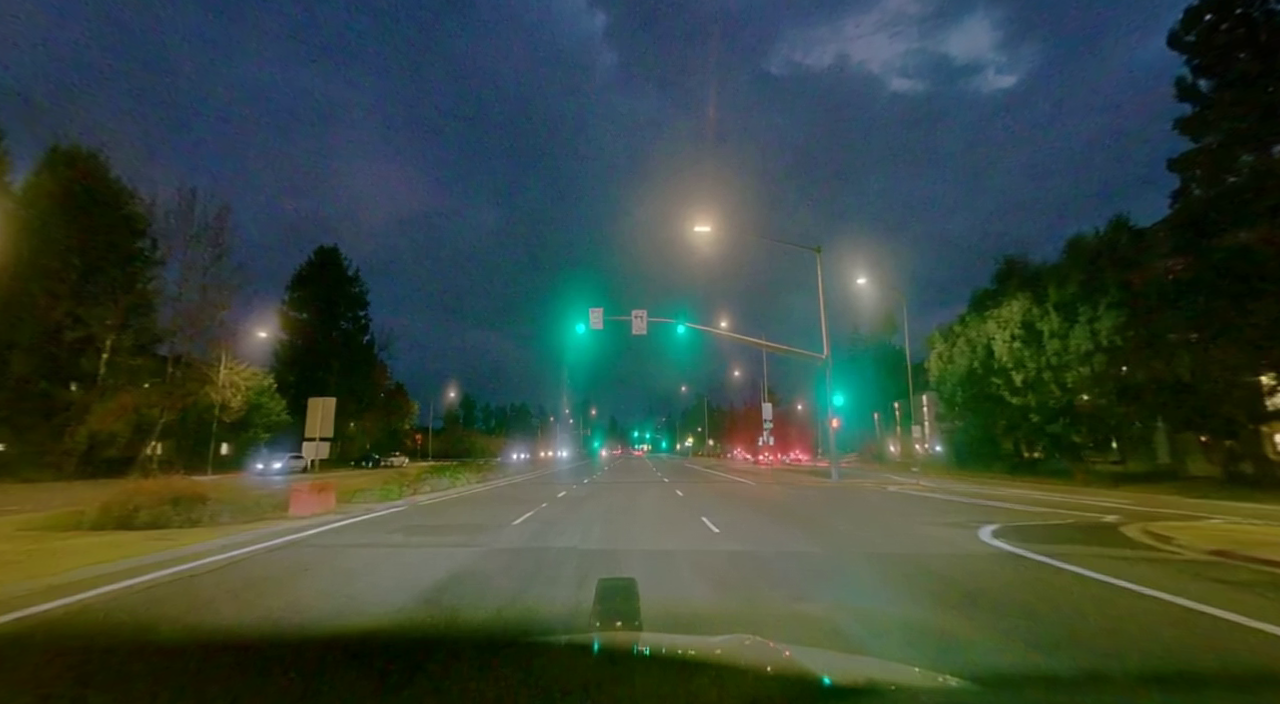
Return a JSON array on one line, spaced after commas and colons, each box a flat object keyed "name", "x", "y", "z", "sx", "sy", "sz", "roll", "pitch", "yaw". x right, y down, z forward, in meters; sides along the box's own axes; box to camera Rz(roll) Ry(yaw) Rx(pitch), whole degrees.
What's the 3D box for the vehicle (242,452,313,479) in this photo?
[{"name": "vehicle", "x": -25.286, "y": 7.932, "z": 44.328, "sx": 1.908, "sy": 1.719, "sz": 4.972, "roll": 0, "pitch": -9, "yaw": 1}]
